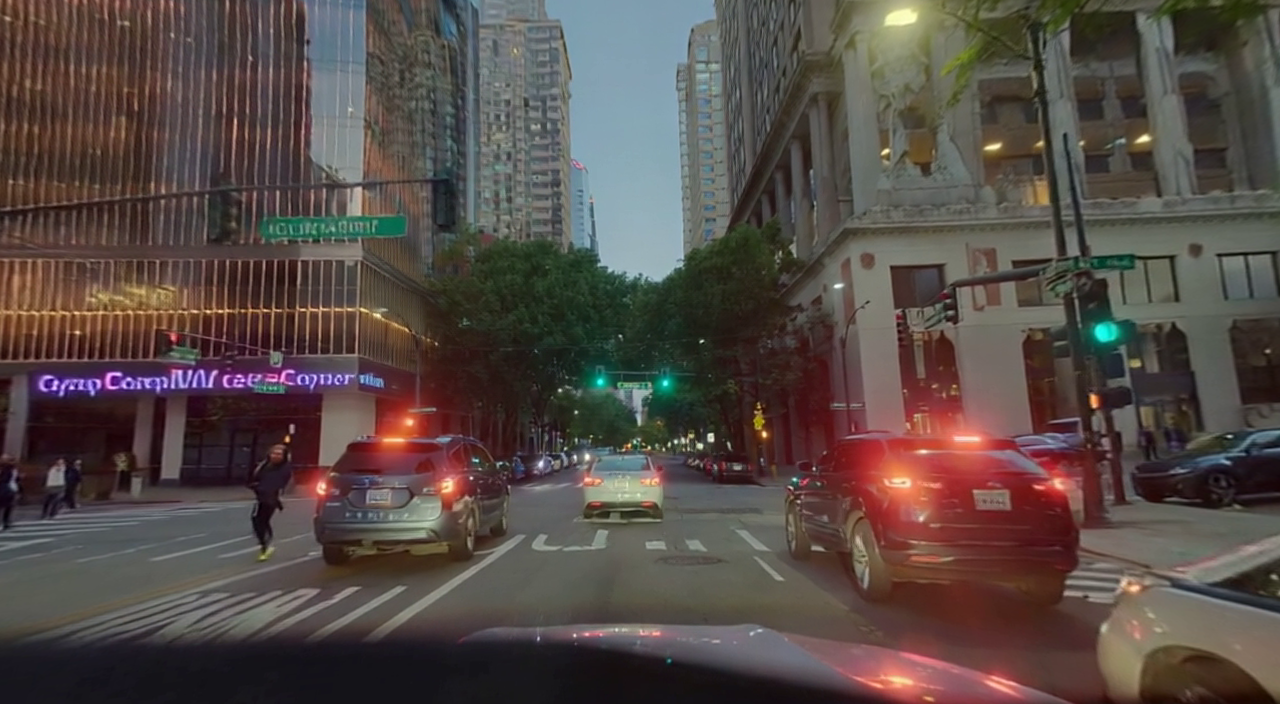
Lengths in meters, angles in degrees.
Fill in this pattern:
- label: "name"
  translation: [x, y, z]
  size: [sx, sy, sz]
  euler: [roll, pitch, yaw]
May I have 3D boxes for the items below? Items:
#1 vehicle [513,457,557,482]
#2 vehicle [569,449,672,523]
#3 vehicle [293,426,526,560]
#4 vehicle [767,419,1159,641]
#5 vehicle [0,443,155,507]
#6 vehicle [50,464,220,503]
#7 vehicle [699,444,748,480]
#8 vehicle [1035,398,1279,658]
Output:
- label: "vehicle"
  translation: [-6.695, 7.564, 40.897]
  size: [2.052, 1.471, 4.225]
  euler: [0, -8, 1]
- label: "vehicle"
  translation: [-0.405, 3.065, 15.027]
  size: [2.092, 1.454, 4.132]
  euler: [0, -8, 0]
- label: "vehicle"
  translation: [-3.686, 2.354, 11.482]
  size: [2.190, 1.840, 5.272]
  euler: [0, -8, 0]
- label: "vehicle"
  translation: [3.040, 1.758, 7.442]
  size: [2.072, 1.735, 4.759]
  euler: [0, -8, 0]
- label: "vehicle"
  translation: [-30.883, 6.680, 34.752]
  size: [5.896, 3.276, 2.809]
  euler: [0, -8, 0]
- label: "vehicle"
  translation: [-20.254, 5.283, 25.513]
  size: [5.153, 1.449, 1.966]
  euler: [0, -8, 0]
- label: "vehicle"
  translation: [5.666, 7.558, 43.805]
  size: [2.420, 2.300, 5.313]
  euler: [0, -8, -3]
- label: "vehicle"
  translation: [5.876, 1.406, 5.301]
  size: [2.123, 1.936, 4.538]
  euler: [0, -8, 0]
